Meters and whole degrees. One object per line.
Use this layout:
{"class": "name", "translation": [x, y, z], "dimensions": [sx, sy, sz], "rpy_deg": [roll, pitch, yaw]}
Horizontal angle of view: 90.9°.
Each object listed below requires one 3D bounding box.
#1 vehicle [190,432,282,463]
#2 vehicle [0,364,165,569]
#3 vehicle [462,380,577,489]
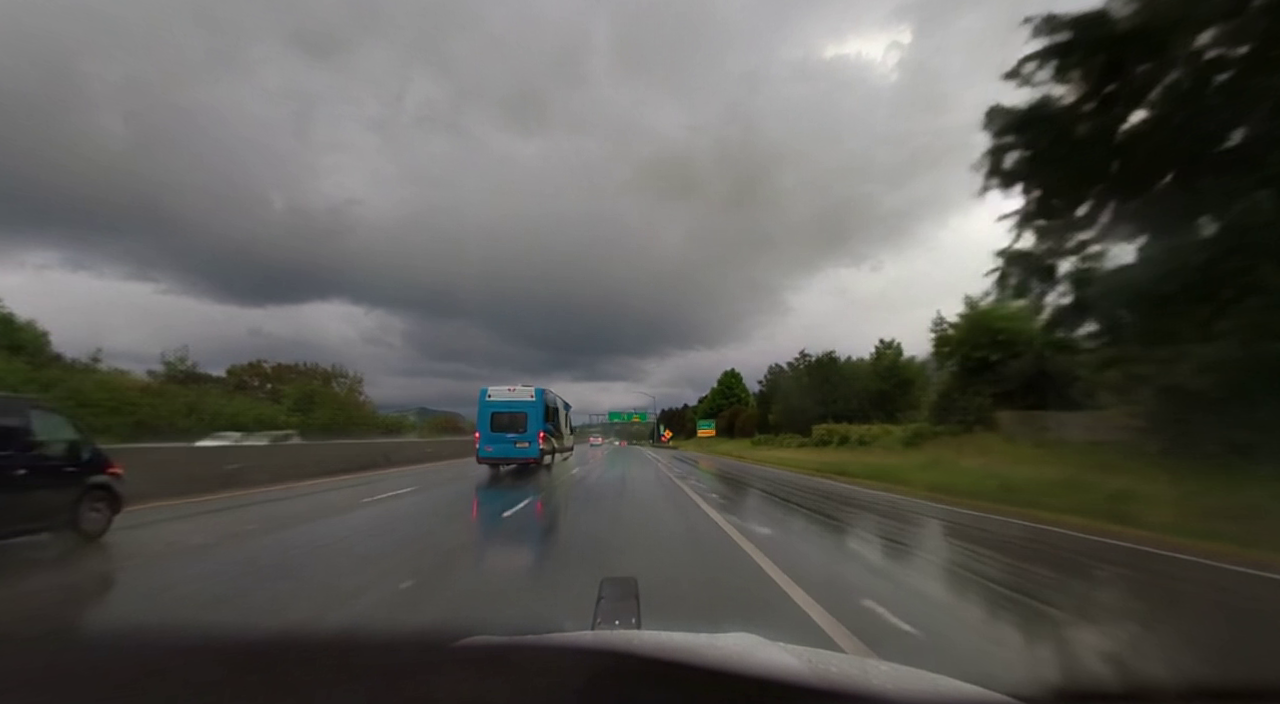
{"class": "vehicle", "translation": [-20.028, 4.745, 31.445], "dimensions": [1.803, 1.433, 4.234], "rpy_deg": [0, -8, -1]}
{"class": "vehicle", "translation": [-6.926, 1.037, 5.652], "dimensions": [2.045, 1.873, 4.202], "rpy_deg": [0, -8, -1]}
{"class": "vehicle", "translation": [-4.029, 2.973, 22.857], "dimensions": [2.676, 3.269, 7.388], "rpy_deg": [0, -7, 0]}
